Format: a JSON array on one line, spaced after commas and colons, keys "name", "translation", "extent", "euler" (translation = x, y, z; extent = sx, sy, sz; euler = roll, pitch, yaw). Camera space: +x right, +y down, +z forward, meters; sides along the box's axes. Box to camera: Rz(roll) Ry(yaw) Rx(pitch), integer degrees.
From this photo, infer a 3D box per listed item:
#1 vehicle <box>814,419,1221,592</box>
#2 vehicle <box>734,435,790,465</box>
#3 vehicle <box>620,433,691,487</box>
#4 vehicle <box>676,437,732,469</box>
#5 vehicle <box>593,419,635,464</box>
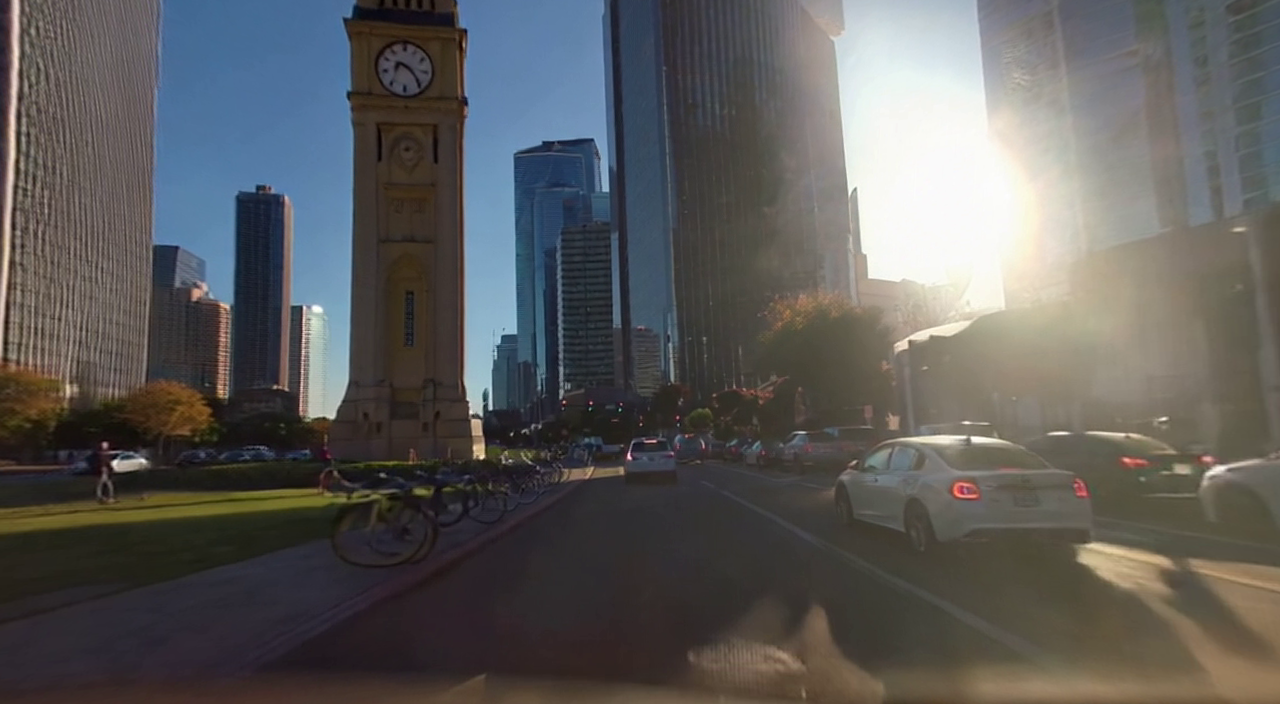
[{"name": "vehicle", "translation": [4.018, 1.707, 8.009], "extent": [2.116, 1.500, 4.702], "euler": [0, -8, -2]}, {"name": "vehicle", "translation": [7.310, 5.919, 38.255], "extent": [2.067, 1.641, 4.569], "euler": [1, -9, -6]}, {"name": "vehicle", "translation": [0.406, 3.526, 20.945], "extent": [2.111, 1.605, 3.832], "euler": [0, -8, -2]}, {"name": "vehicle", "translation": [3.318, 5.339, 33.554], "extent": [1.981, 1.572, 4.718], "euler": [1, -9, -6]}, {"name": "vehicle", "translation": [-1.919, 6.263, 44.133], "extent": [2.400, 2.872, 6.053], "euler": [1, -9, -7]}]
